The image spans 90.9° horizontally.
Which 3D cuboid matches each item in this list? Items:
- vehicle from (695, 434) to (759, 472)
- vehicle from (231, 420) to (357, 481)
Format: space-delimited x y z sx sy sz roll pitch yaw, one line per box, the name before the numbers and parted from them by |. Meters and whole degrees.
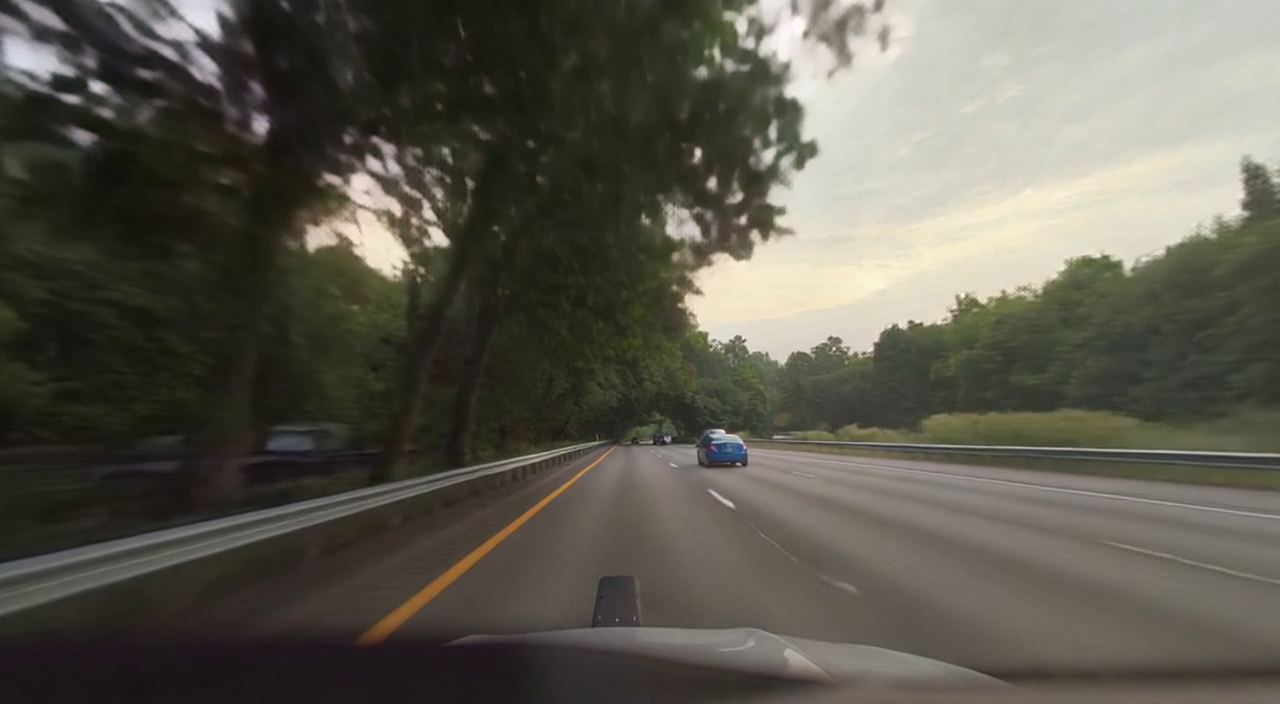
vehicle | 3.656 4.312 27.336 2.017 1.502 4.369 0 -8 -2
vehicle | -17.182 4.905 31.845 2.901 2.760 6.043 0 -8 0
